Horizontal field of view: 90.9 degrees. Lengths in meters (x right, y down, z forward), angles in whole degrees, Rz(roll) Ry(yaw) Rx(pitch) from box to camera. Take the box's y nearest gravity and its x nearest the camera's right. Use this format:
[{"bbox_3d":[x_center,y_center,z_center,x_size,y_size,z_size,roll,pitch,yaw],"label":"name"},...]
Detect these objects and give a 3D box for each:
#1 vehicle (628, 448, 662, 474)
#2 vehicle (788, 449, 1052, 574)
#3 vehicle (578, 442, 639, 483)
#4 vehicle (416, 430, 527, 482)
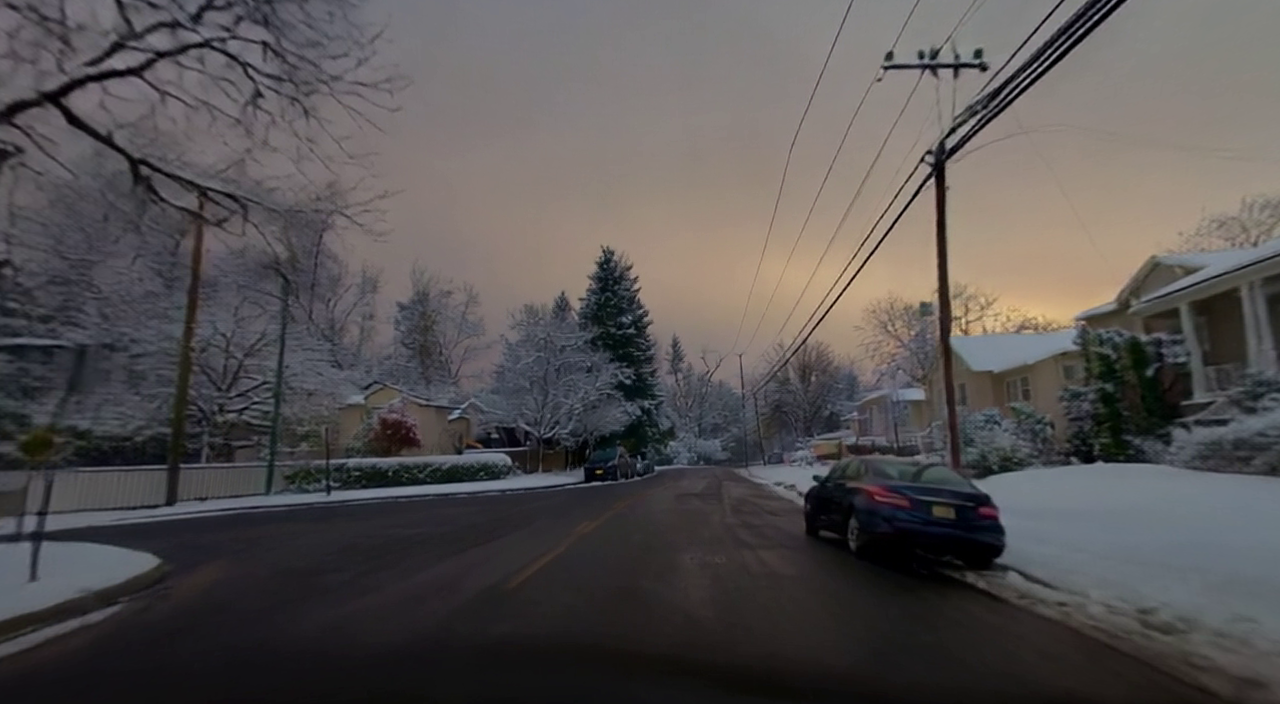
[{"bbox_3d":[0.441,8.488,49.141,2.139,1.882,4.635,-1,-10,7],"label":"vehicle"},{"bbox_3d":[3.968,2.351,10.182,2.151,1.468,5.066,0,-10,3],"label":"vehicle"},{"bbox_3d":[-1.504,5.754,32.898,2.463,1.951,5.794,-1,-10,4],"label":"vehicle"},{"bbox_3d":[-9.544,5.973,36.145,5.828,2.818,2.231,2,-10,-12],"label":"vehicle"}]
